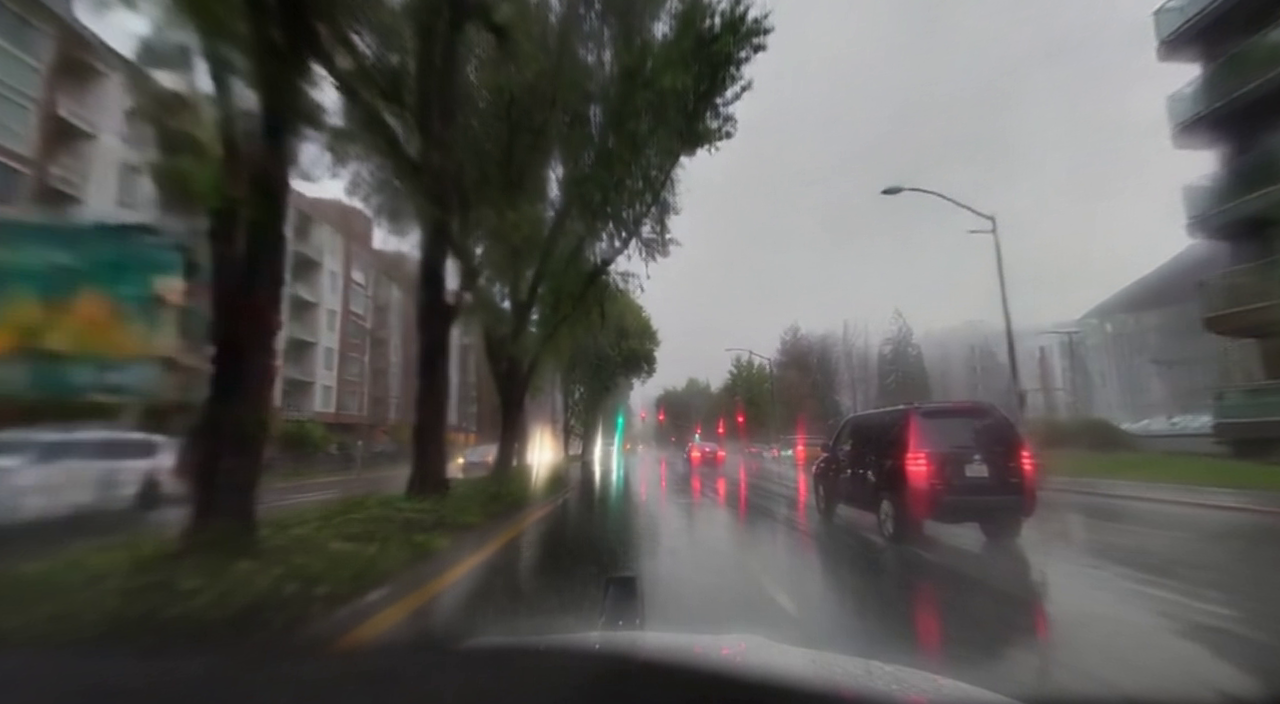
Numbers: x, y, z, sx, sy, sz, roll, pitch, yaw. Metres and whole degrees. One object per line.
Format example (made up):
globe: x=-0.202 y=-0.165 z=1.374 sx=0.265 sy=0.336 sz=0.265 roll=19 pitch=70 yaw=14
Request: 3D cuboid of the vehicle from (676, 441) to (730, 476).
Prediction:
vehicle: x=2.817 y=4.899 z=29.260 sx=2.003 sy=1.480 sz=4.494 roll=0 pitch=-9 yaw=-1

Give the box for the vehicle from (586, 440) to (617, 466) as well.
vehicle: x=-2.698 y=7.035 z=44.056 sx=2.065 sy=1.716 sz=4.265 roll=1 pitch=-9 yaw=-4

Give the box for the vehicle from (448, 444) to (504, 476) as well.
vehicle: x=-9.118 y=6.036 z=35.518 sx=1.941 sy=1.639 sz=4.293 roll=0 pitch=-9 yaw=1

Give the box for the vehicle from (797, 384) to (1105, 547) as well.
vehicle: x=4.604 y=1.844 z=10.847 sx=2.427 sy=2.017 sz=5.763 roll=0 pitch=-9 yaw=1
